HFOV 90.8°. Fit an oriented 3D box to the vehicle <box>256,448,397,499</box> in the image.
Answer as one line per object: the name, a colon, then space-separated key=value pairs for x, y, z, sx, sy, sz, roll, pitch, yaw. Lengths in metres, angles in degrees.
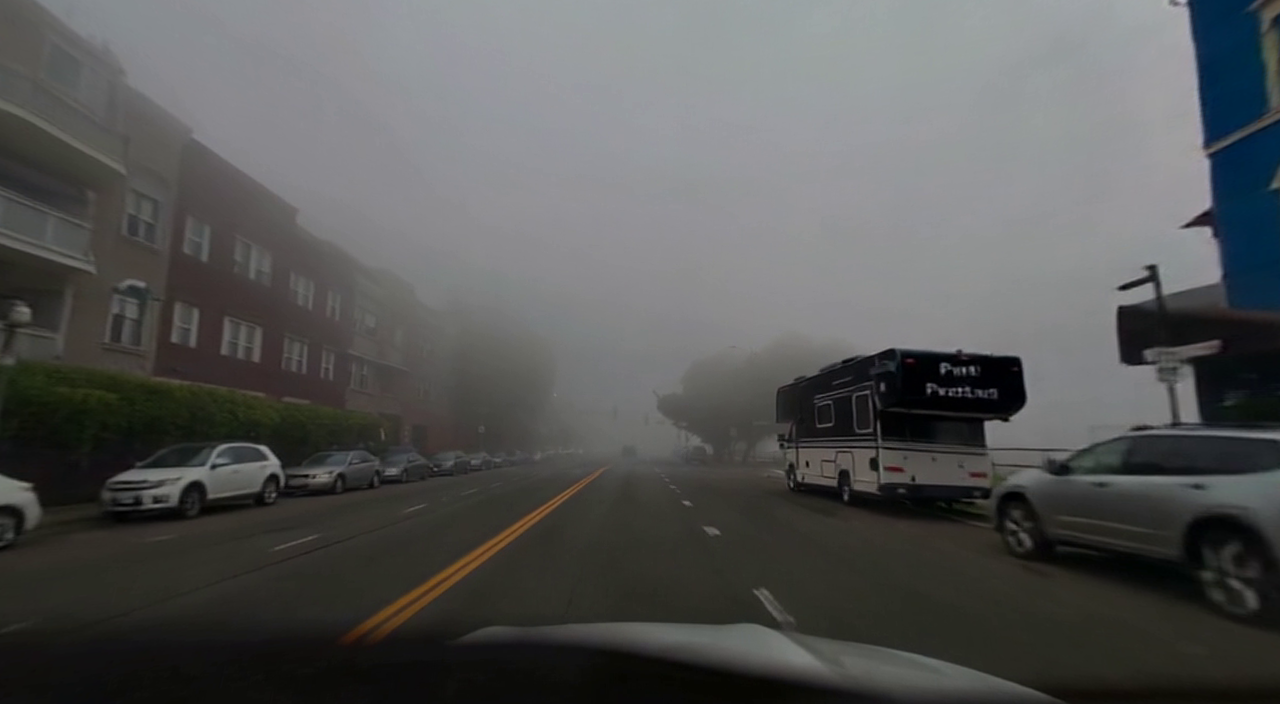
vehicle: x=-10.022 y=3.890 z=20.754 sx=2.078 sy=1.427 sz=4.900 roll=0 pitch=-8 yaw=0

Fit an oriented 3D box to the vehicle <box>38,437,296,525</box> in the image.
vehicle: x=-10.021 y=2.723 z=14.006 sx=2.276 sy=1.597 sz=4.421 roll=0 pitch=-8 yaw=0

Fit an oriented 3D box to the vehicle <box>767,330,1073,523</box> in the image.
vehicle: x=6.032 y=2.020 z=16.337 sx=3.102 sy=3.473 sz=9.734 roll=0 pitch=-8 yaw=-2

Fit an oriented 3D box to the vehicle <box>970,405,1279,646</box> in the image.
vehicle: x=5.904 y=1.554 z=6.453 sx=2.154 sy=1.804 sz=5.341 roll=0 pitch=-8 yaw=0
